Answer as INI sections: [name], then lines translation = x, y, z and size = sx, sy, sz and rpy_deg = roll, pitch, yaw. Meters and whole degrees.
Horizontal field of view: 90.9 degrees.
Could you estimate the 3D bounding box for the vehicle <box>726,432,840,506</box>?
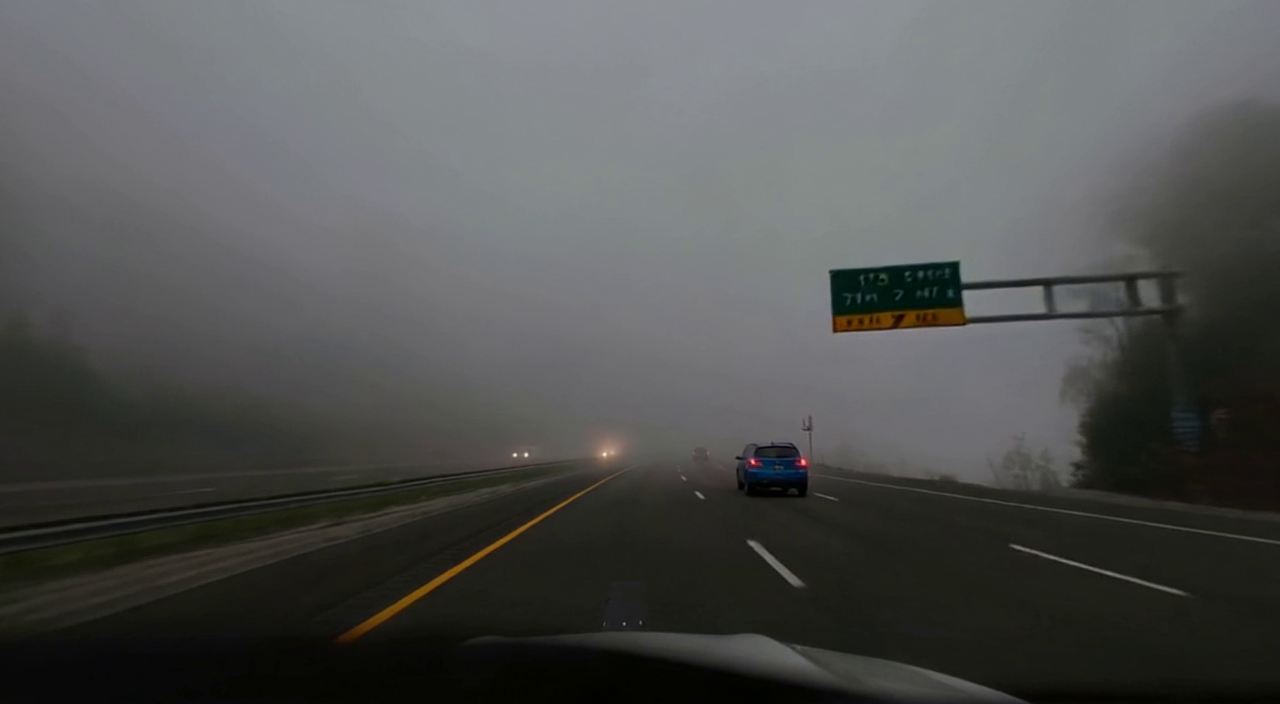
[vehicle]
translation = 3.707, 3.125, 17.253
size = 2.143, 1.730, 4.303
rpy_deg = 0, -9, 1
